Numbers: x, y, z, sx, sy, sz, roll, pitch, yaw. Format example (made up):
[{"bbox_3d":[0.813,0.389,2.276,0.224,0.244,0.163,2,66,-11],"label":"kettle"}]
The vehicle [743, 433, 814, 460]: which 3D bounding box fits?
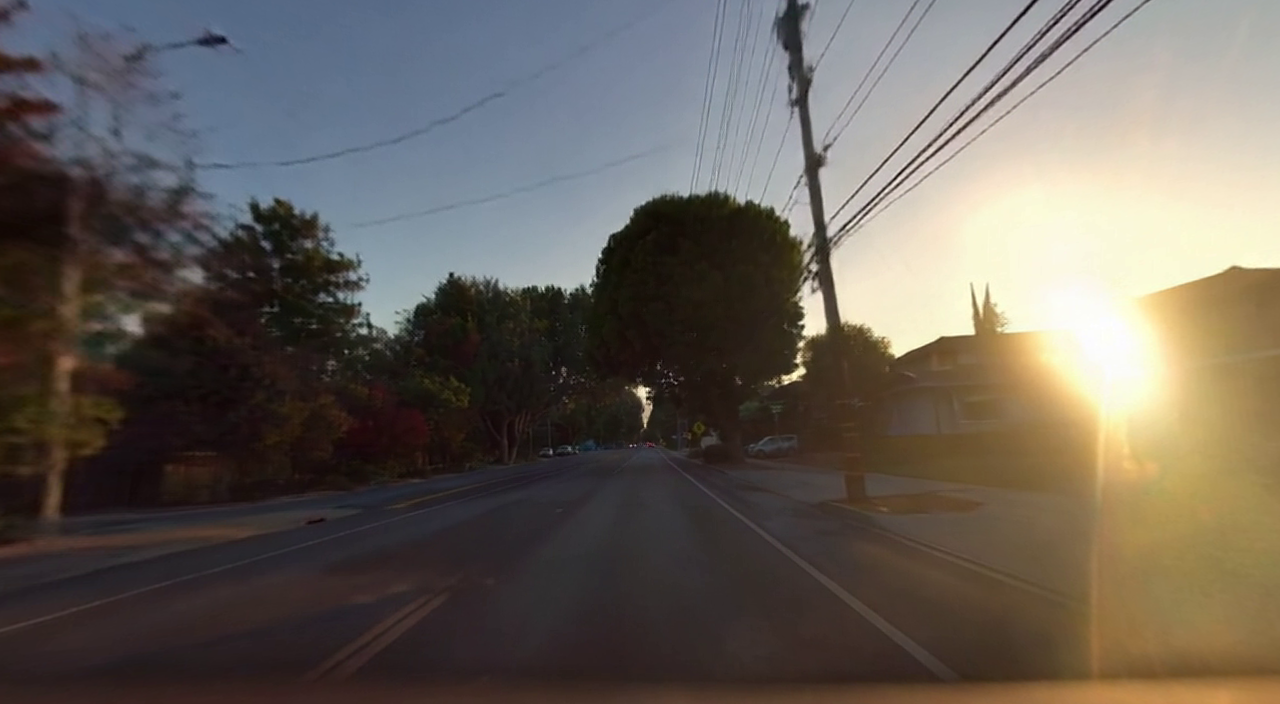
[{"bbox_3d":[9.741,6.688,44.526,4.494,1.850,2.027,0,-9,0],"label":"vehicle"}]
